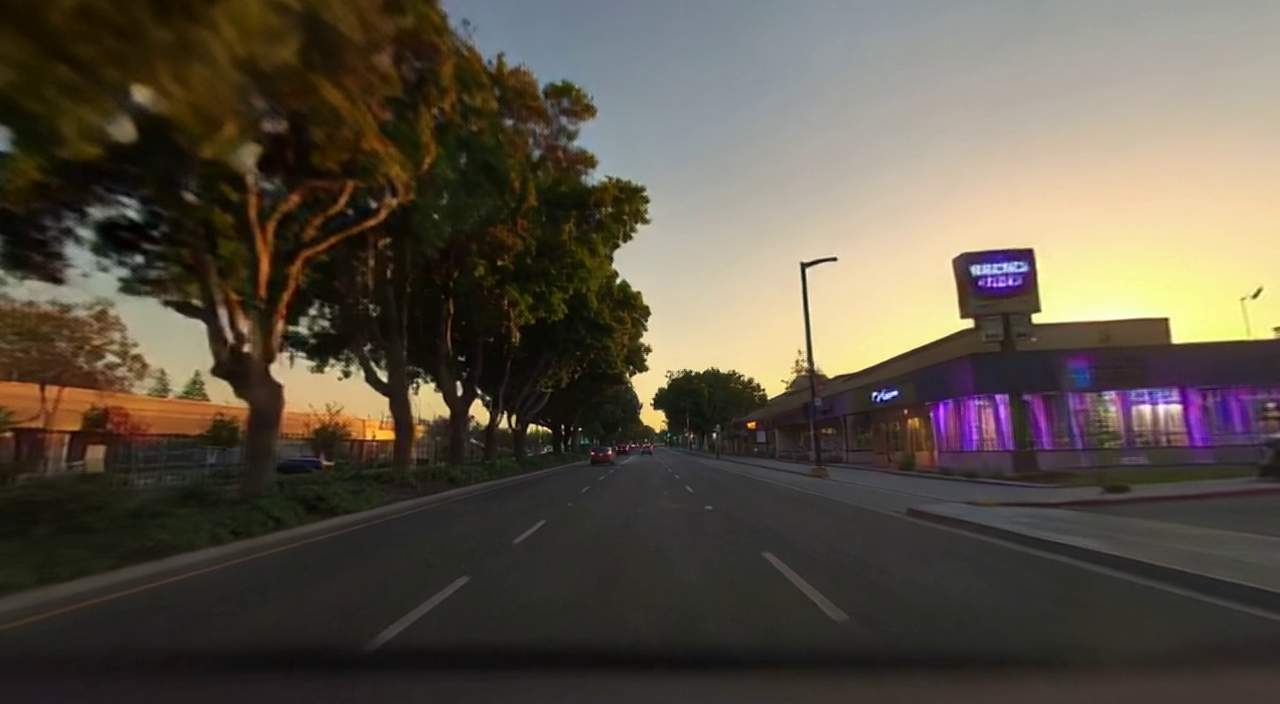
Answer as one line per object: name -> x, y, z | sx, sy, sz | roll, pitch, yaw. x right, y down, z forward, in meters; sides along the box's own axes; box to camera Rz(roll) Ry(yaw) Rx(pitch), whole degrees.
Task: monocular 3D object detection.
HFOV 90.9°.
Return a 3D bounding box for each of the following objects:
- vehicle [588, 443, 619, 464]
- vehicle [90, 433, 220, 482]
vehicle -> -2.774, 7.814, 48.685 | 2.082, 1.460, 4.442 | 0, -8, 1
vehicle -> -29.590, 6.420, 38.606 | 5.890, 2.815, 2.228 | 0, -8, -2
